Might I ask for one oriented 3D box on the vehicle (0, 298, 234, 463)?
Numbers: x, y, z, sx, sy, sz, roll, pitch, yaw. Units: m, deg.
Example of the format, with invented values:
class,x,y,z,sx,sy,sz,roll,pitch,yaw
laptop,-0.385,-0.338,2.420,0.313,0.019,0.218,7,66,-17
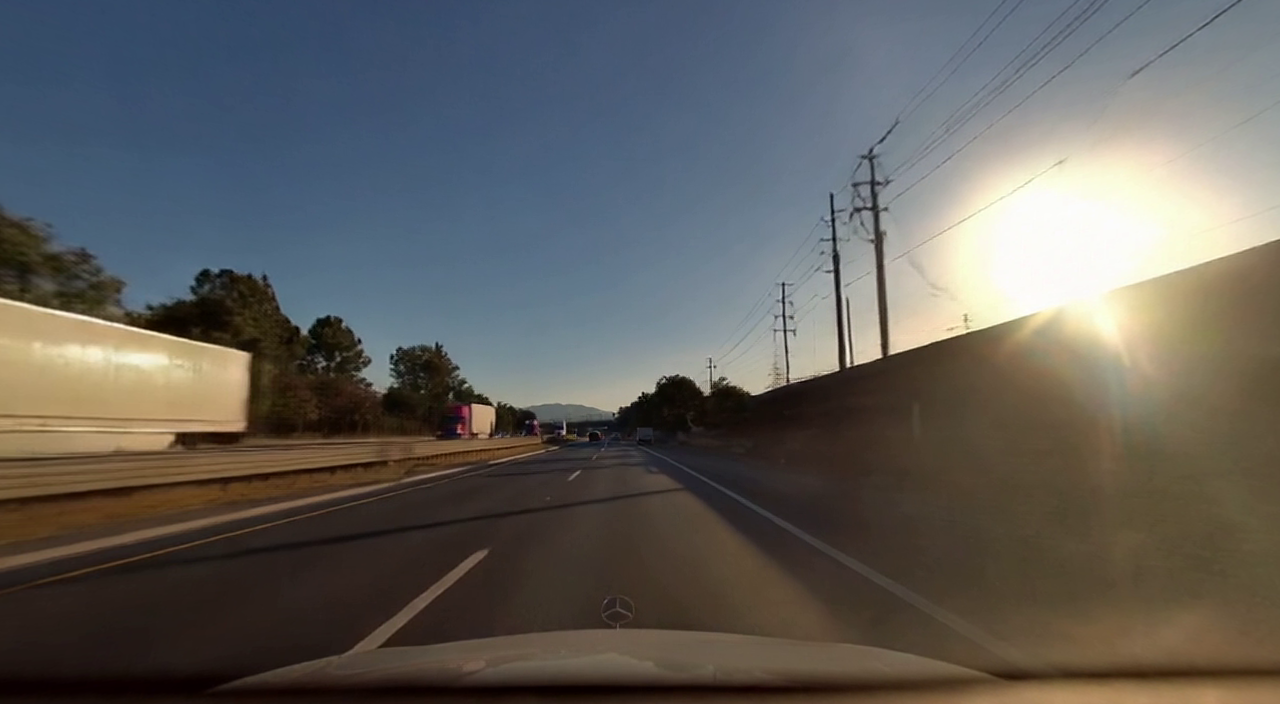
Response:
class,x,y,z,sx,sy,sz,roll,pitch,yaw
vehicle,-16.476,0.929,16.669,2.828,3.852,13.292,0,-8,-1
